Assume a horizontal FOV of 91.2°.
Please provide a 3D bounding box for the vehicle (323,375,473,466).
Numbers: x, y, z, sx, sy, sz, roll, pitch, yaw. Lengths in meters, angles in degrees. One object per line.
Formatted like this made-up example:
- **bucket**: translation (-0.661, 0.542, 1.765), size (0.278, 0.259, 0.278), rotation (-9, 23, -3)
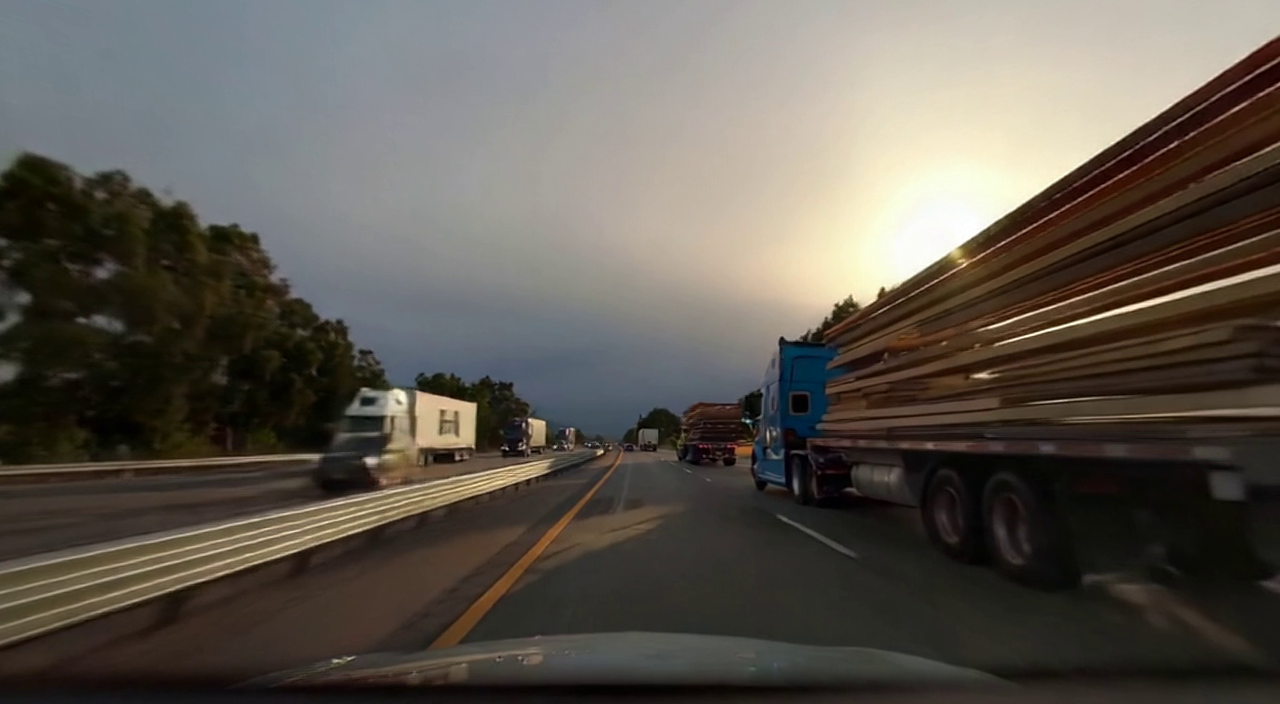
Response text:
- **vehicle**: translation (-12.488, 4.102, 34.617), size (2.969, 4.021, 13.849), rotation (0, -9, -1)

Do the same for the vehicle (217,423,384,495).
- **vehicle**: translation (-8.723, 2.793, 16.671), size (1.952, 1.647, 4.249), rotation (0, -9, 2)

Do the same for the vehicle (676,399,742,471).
- **vehicle**: translation (4.379, 5.867, 43.952), size (3.023, 4.054, 16.882), rotation (0, -8, 1)

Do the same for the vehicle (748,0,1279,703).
- **vehicle**: translation (4.535, 0.713, 9.447), size (3.024, 4.065, 13.796), rotation (-1, -8, -1)
